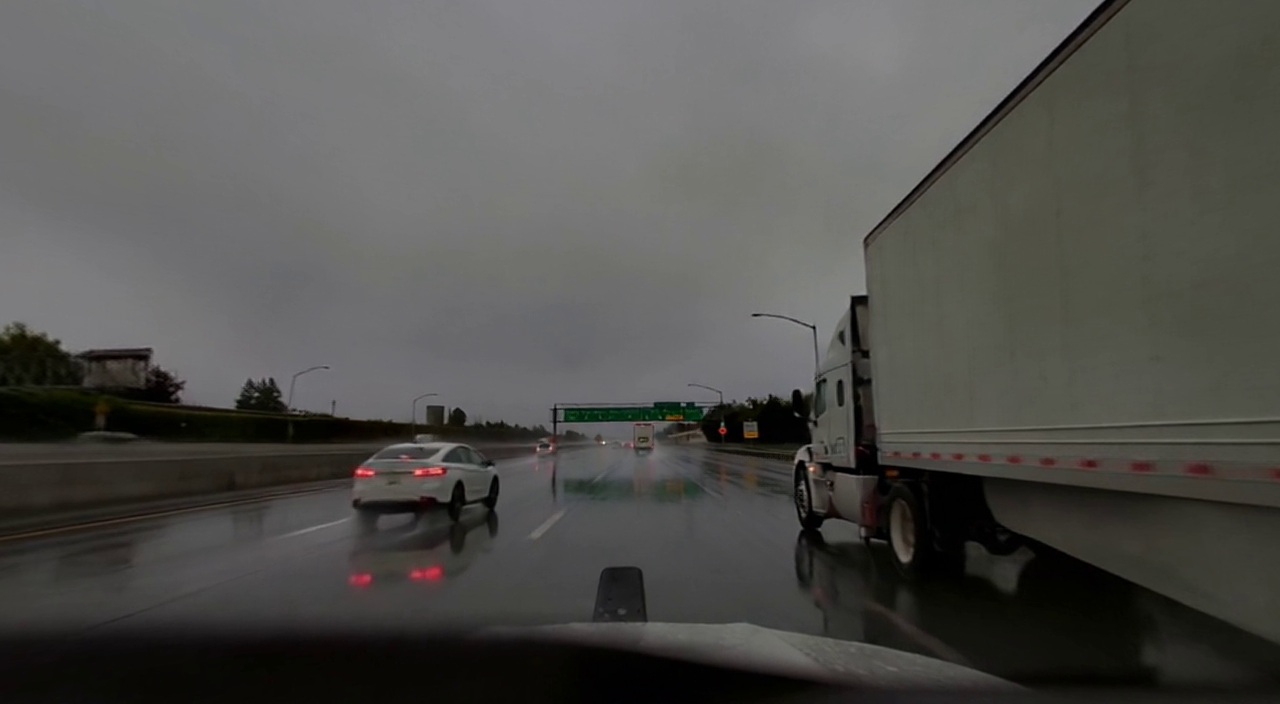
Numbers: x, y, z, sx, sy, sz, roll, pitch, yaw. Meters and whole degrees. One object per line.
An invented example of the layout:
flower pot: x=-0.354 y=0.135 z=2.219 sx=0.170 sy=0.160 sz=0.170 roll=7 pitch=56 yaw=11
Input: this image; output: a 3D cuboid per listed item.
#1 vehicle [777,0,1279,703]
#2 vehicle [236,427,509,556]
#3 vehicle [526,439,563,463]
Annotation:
vehicle: x=3.751 y=0.381 z=4.721 sx=3.049 sy=3.395 sz=10.595 roll=0 pitch=-8 yaw=0
vehicle: x=-3.731 y=2.046 z=10.052 sx=2.143 sy=1.529 sz=4.918 roll=0 pitch=-8 yaw=1
vehicle: x=-6.978 y=7.341 z=46.523 sx=1.980 sy=1.666 sz=4.562 roll=0 pitch=-8 yaw=1
